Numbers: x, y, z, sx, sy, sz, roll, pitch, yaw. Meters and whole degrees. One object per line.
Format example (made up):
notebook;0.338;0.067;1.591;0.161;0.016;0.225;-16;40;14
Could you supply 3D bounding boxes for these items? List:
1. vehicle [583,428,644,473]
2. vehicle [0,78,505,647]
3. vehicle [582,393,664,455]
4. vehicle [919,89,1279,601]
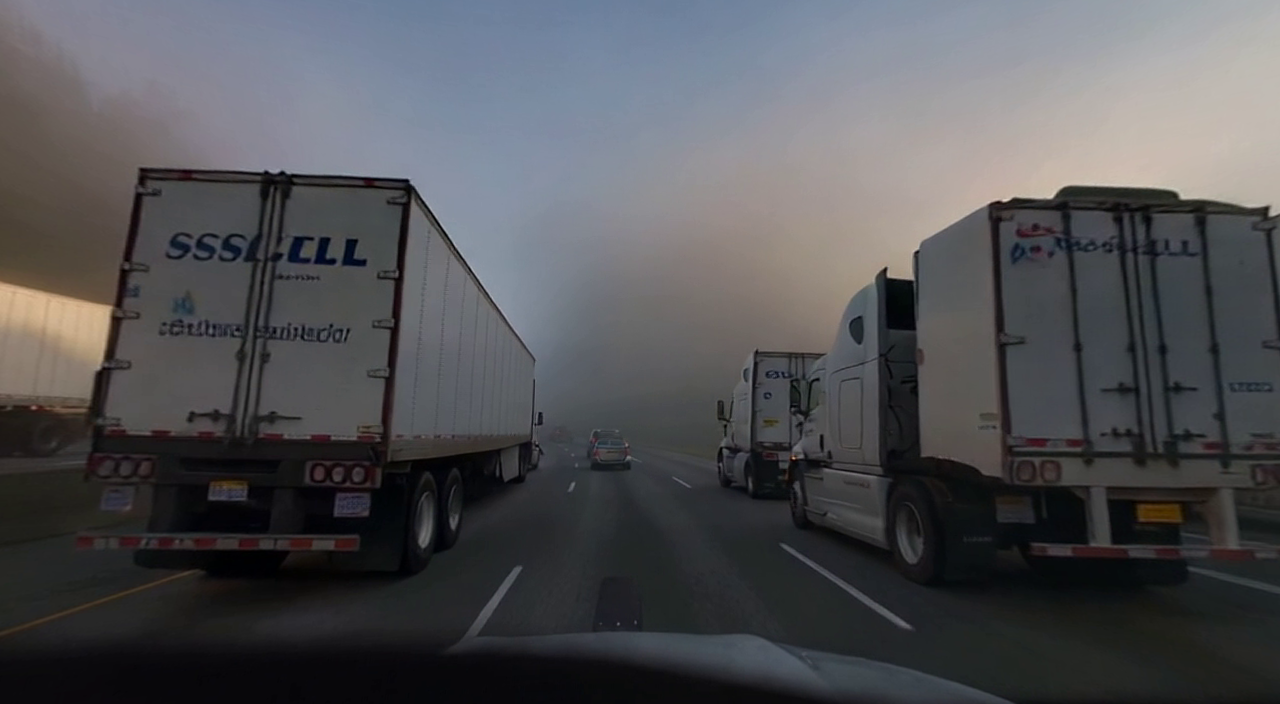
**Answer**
vehicle;-1.106;3.736;24.112;2.060;1.540;4.374;1;-8;-6
vehicle;-3.965;0.545;8.540;2.822;3.788;8.799;0;-8;-4
vehicle;-1.732;5.707;48.821;2.899;4.112;13.912;2;-8;-16
vehicle;7.807;-0.435;2.448;2.820;4.084;13.786;3;-8;-24
